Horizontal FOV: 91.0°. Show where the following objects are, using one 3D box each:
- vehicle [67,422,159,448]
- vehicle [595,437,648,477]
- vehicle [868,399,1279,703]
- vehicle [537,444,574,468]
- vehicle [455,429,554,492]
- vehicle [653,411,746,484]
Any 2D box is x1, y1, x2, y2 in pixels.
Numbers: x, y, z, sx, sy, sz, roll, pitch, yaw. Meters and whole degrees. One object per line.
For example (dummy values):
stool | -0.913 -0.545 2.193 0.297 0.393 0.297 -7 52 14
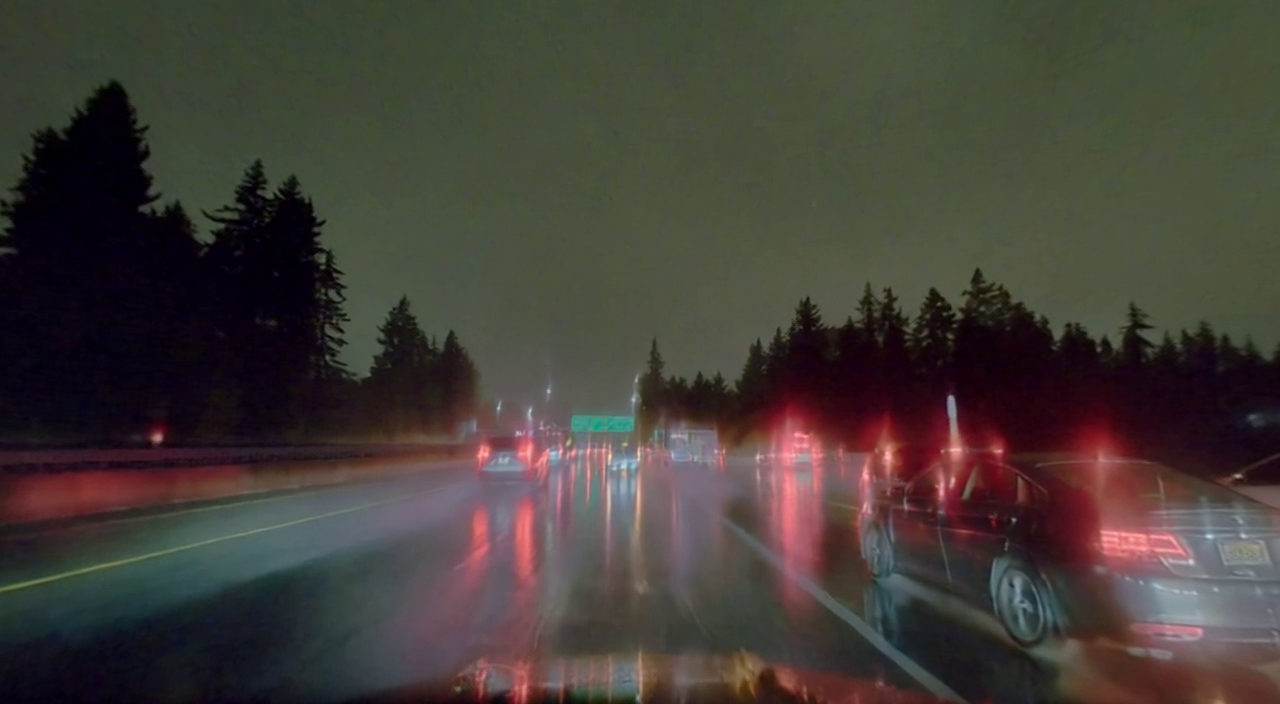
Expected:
vehicle | -32.554 5.202 39.071 1.831 1.496 4.541 0 -9 -1
vehicle | -0.834 4.767 28.743 2.235 1.682 4.094 0 -9 -1
vehicle | 3.051 1.115 3.340 2.031 1.504 4.327 0 -9 0
vehicle | -5.315 6.586 40.038 1.907 1.484 3.954 0 -9 -1
vehicle | -4.245 3.501 20.633 2.176 1.783 4.799 0 -9 -1
vehicle | 2.830 5.212 34.729 3.426 3.279 12.313 0 -8 -2
